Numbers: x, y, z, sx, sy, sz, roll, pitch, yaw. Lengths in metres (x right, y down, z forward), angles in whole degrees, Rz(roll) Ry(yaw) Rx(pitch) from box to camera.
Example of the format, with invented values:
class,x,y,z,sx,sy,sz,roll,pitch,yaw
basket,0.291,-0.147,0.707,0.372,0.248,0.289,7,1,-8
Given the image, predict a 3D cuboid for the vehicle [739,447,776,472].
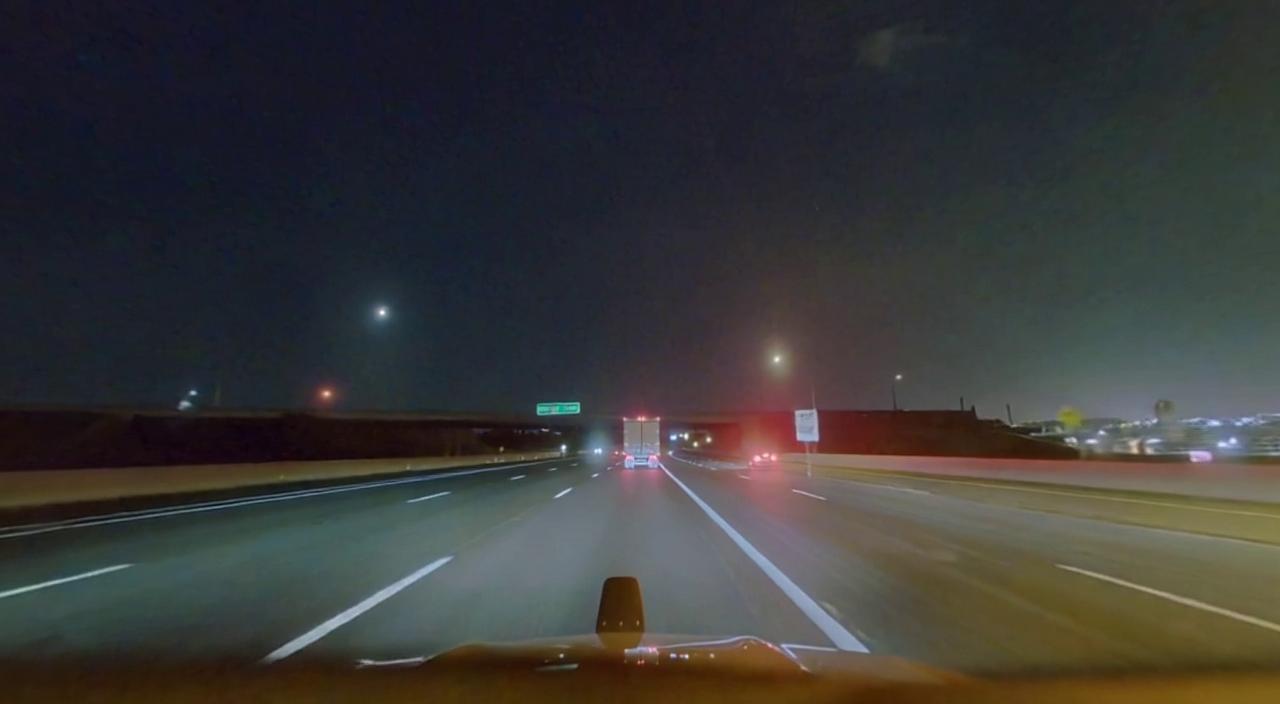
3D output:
class,x,y,z,sx,sy,sz,roll,pitch,yaw
vehicle,7.374,6.729,39.749,1.660,1.497,3.594,0,-9,1
